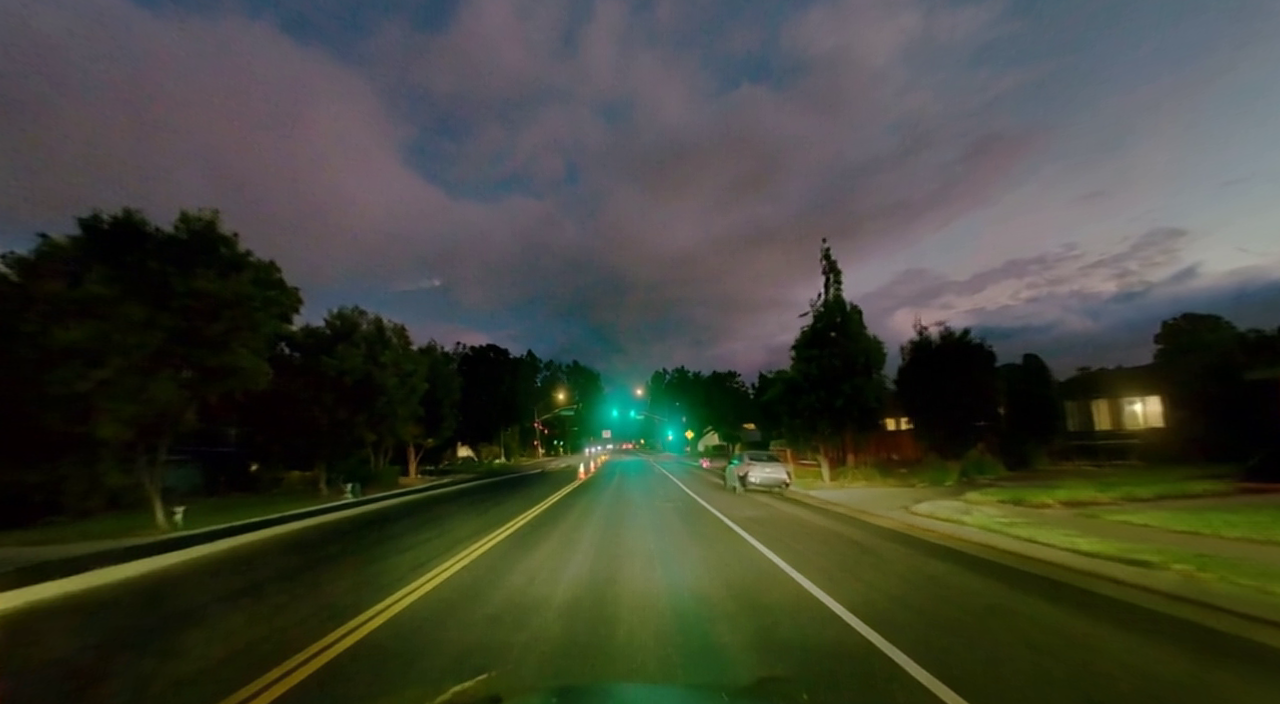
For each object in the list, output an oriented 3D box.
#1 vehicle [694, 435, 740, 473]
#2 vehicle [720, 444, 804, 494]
[{"bbox_3d":[4.095,5.480,34.168,2.241,1.935,3.270,-1,-8,4],"label":"vehicle"},{"bbox_3d":[3.807,3.714,20.509,1.870,1.441,4.539,0,-8,1],"label":"vehicle"}]
